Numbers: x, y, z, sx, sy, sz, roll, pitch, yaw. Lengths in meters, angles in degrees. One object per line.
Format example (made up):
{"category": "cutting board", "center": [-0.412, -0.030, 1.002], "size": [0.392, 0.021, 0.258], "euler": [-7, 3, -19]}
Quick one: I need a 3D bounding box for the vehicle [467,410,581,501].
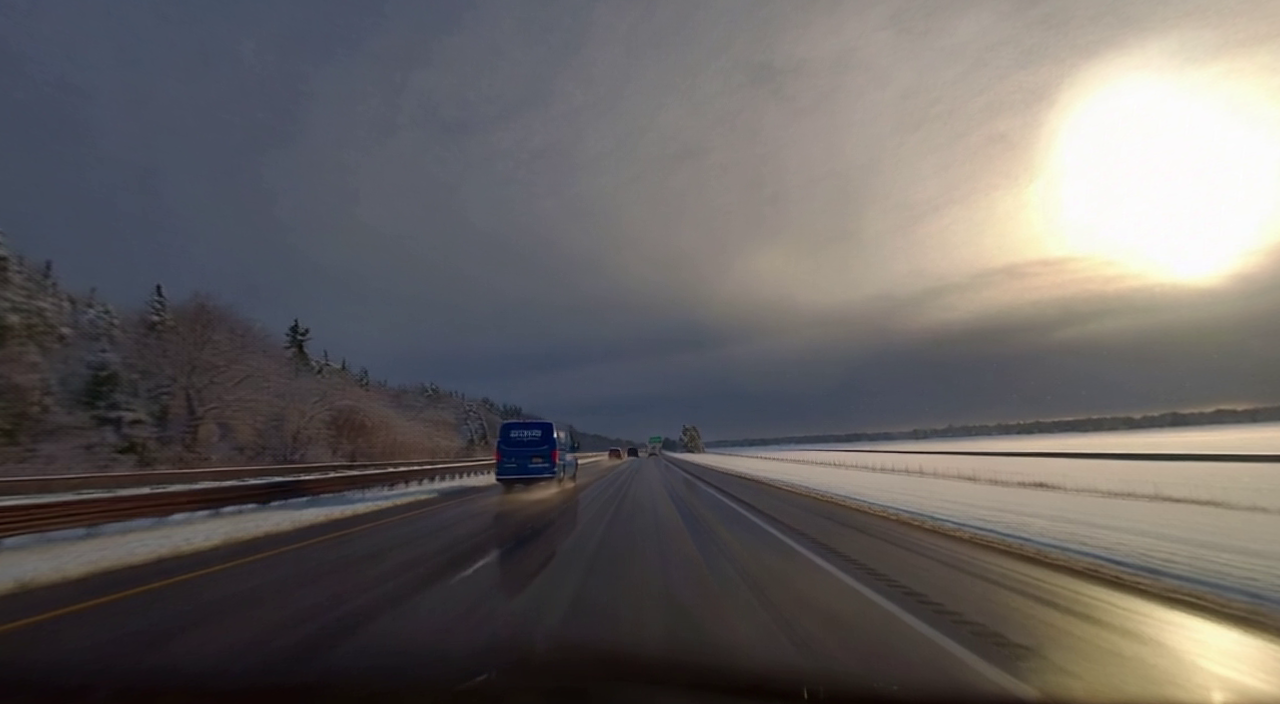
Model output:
{"category": "vehicle", "center": [-3.307, 3.118, 19.248], "size": [2.360, 2.367, 5.223], "euler": [0, -9, 1]}
